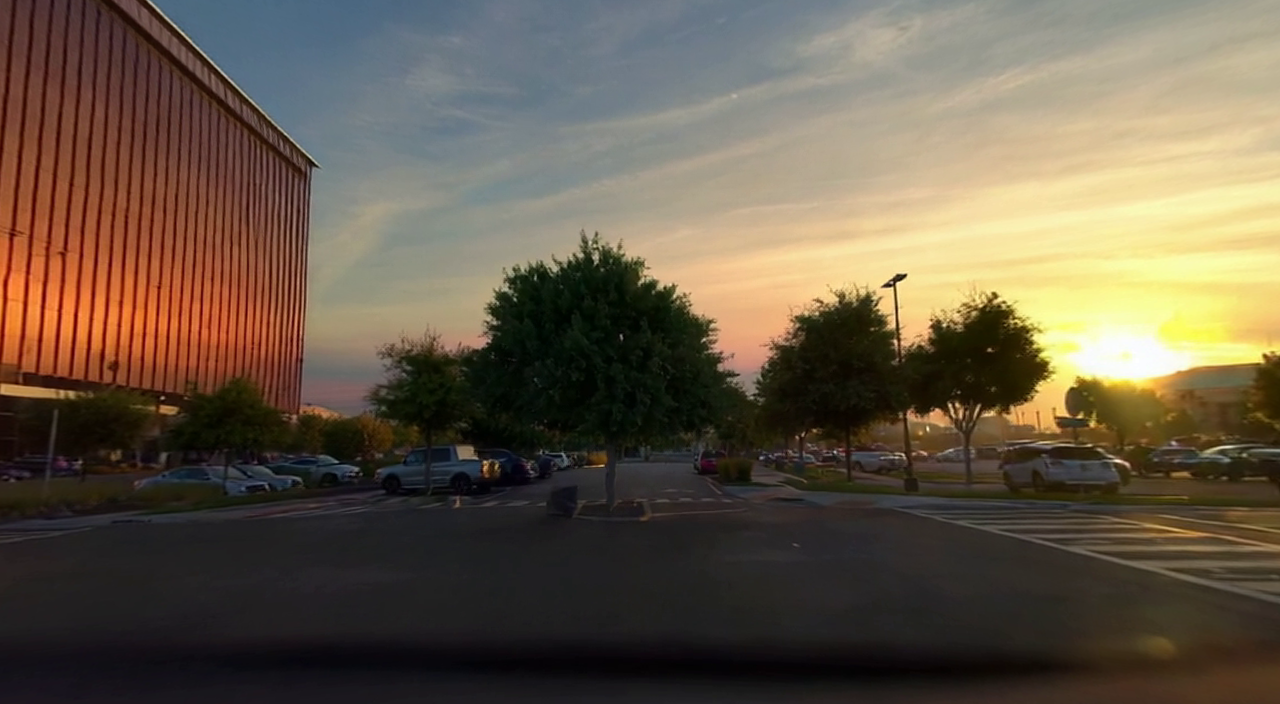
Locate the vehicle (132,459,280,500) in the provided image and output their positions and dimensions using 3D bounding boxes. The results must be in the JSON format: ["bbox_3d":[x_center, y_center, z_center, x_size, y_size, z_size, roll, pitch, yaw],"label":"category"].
[{"bbox_3d":[-16.599,4.862,24.293,4.331,1.437,1.876,-1,-8,3],"label":"vehicle"}]

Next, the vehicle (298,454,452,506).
[{"bbox_3d":[-8.690,4.142,20.841,4.442,1.504,1.809,4,-10,-28],"label":"vehicle"}]

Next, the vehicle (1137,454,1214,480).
[{"bbox_3d":[31.232,6.681,36.946,1.519,1.371,3.278,0,-8,-1],"label":"vehicle"}]

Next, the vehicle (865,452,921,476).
[{"bbox_3d":[17.093,7.550,42.882,1.971,1.478,4.477,0,-8,1],"label":"vehicle"}]

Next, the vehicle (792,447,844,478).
[{"bbox_3d":[10.524,6.544,37.659,1.936,1.673,4.305,0,-8,2],"label":"vehicle"}]

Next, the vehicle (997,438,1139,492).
[{"bbox_3d":[16.477,4.356,24.757,2.048,1.852,4.998,0,-8,0],"label":"vehicle"}]

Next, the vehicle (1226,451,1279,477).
[{"bbox_3d":[36.955,6.489,36.775,1.678,1.423,4.191,-1,-9,1],"label":"vehicle"}]

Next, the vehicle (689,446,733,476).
[{"bbox_3d":[4.546,7.051,41.186,2.262,1.794,5.331,0,-8,0],"label":"vehicle"}]

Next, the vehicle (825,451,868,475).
[{"bbox_3d":[14.184,7.625,43.568,1.935,1.477,3.719,-1,-8,4],"label":"vehicle"}]
